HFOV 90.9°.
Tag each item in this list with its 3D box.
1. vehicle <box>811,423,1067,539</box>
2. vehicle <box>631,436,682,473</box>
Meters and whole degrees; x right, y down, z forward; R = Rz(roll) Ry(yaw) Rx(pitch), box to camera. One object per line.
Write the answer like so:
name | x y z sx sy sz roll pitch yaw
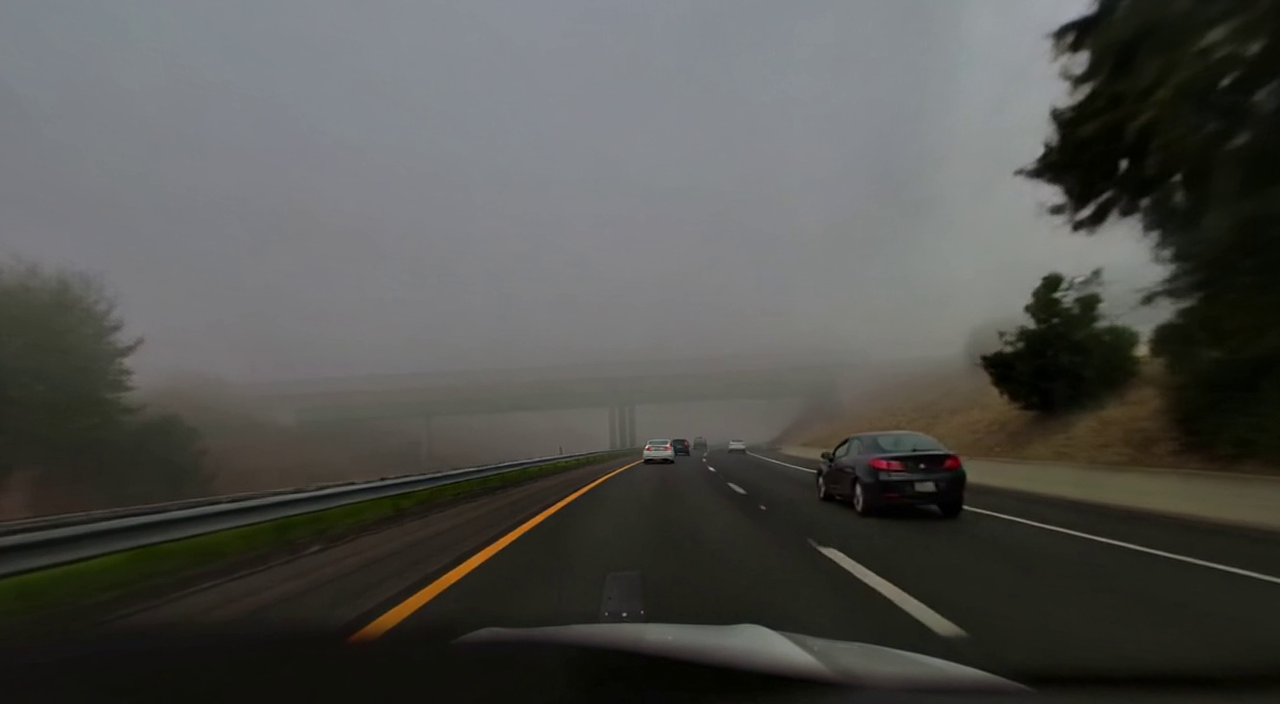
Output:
vehicle | 4.487 2.015 10.479 2.163 1.489 4.470 0 -8 2
vehicle | 0.756 4.370 27.029 1.993 1.461 3.812 -1 -8 3
